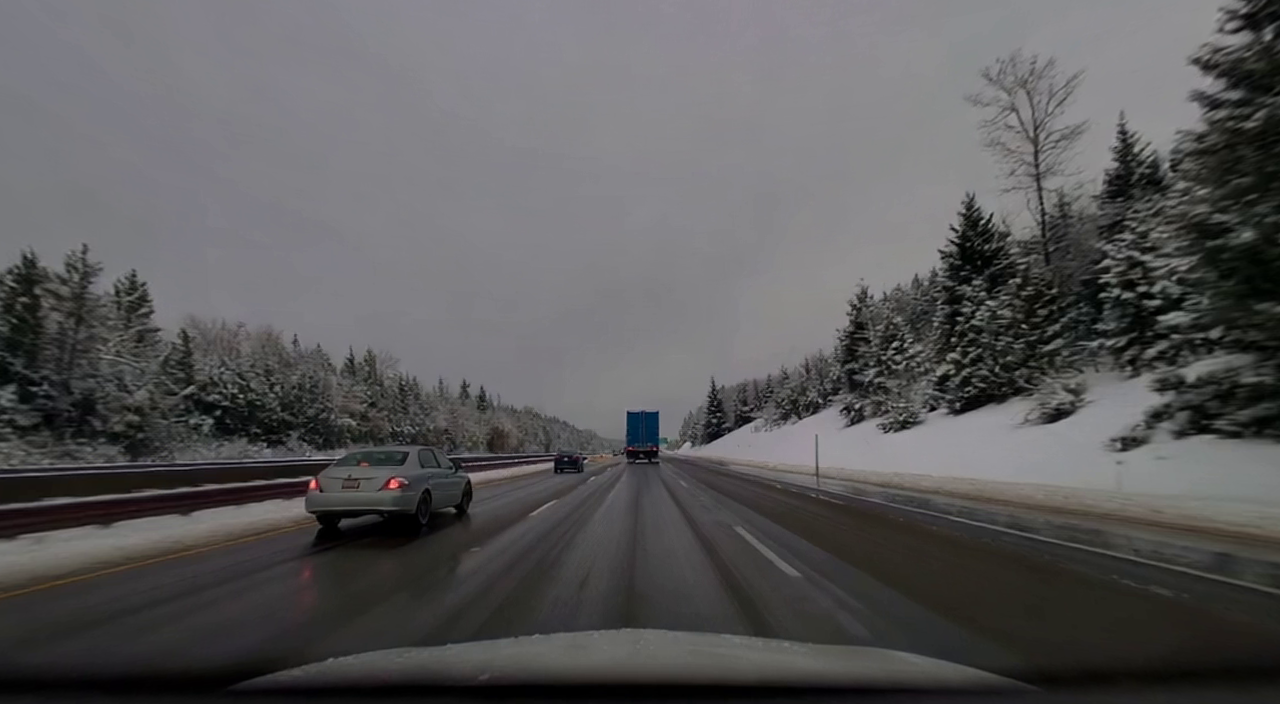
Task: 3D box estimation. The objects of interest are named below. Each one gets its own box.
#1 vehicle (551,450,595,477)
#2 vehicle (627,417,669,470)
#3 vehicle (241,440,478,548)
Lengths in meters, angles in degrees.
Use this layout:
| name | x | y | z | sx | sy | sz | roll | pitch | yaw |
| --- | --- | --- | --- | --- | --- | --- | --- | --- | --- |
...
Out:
| name | x | y | z | sx | sy | sz | roll | pitch | yaw |
| --- | --- | --- | --- | --- | --- | --- | --- | --- | --- |
| vehicle | -3.755 | 6.297 | 35.963 | 1.981 | 1.435 | 4.199 | 0 | -9 | 1 |
| vehicle | 0.533 | 7.014 | 48.099 | 2.893 | 3.628 | 9.081 | 0 | -9 | 0 |
| vehicle | -4.409 | 2.287 | 10.871 | 2.010 | 1.461 | 4.391 | 0 | -9 | 1 |
